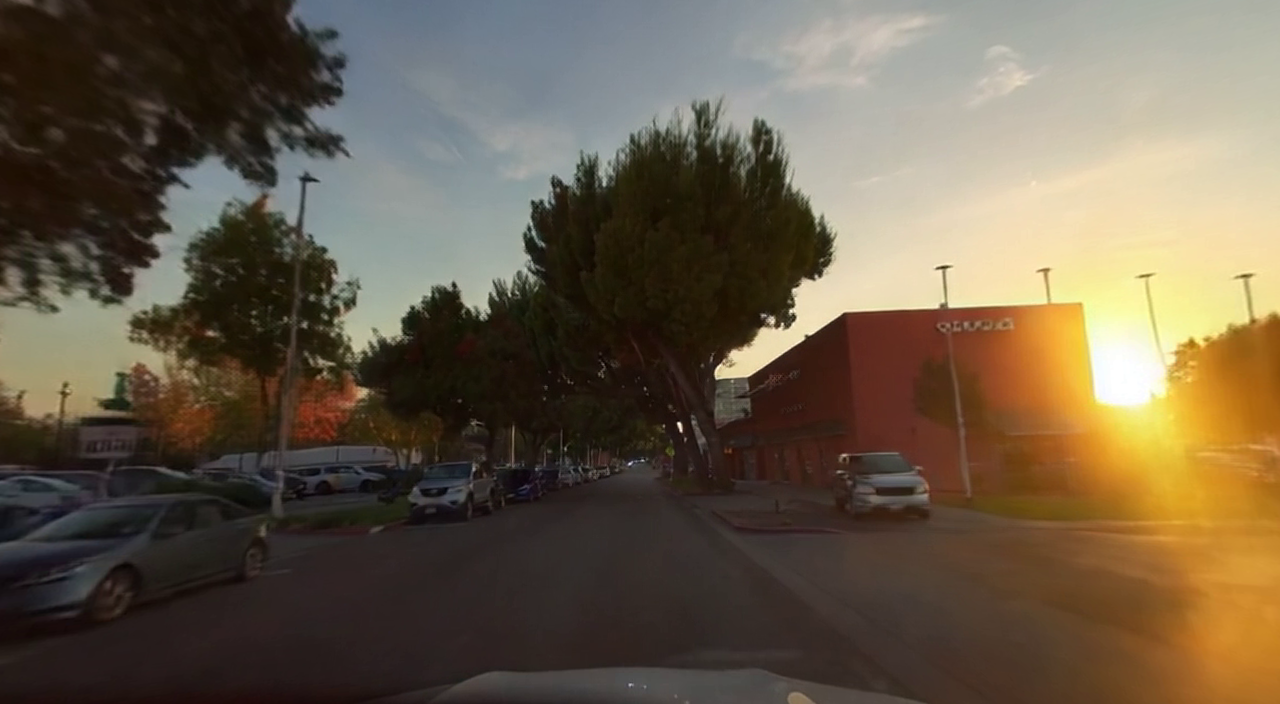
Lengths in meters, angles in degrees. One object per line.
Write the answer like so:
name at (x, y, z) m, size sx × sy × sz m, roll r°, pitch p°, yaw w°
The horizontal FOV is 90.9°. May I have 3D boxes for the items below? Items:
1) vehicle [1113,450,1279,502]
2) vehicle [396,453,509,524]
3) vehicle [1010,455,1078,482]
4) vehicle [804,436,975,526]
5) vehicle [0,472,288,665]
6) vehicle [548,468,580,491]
vehicle at (18.015, 4.045, 20.526) m, size 1.794 × 1.486 × 3.983 m, roll 0°, pitch -11°, yaw -6°
vehicle at (-5.938, 4.418, 20.796) m, size 2.196 × 2.001 × 5.548 m, roll 1°, pitch -11°, yaw -2°
vehicle at (25.712, 7.397, 40.249) m, size 1.698 × 1.489 × 3.599 m, roll -4°, pitch -9°, yaw -4°
vehicle at (5.688, 3.062, 15.193) m, size 2.054 × 1.779 × 4.650 m, roll 1°, pitch -11°, yaw -2°
vehicle at (-6.010, 2.101, 6.973) m, size 1.800 × 1.499 × 4.106 m, roll 0°, pitch -11°, yaw 0°
vehicle at (-5.723, 9.677, 47.909) m, size 1.832 × 1.623 × 4.424 m, roll 0°, pitch -11°, yaw 1°
